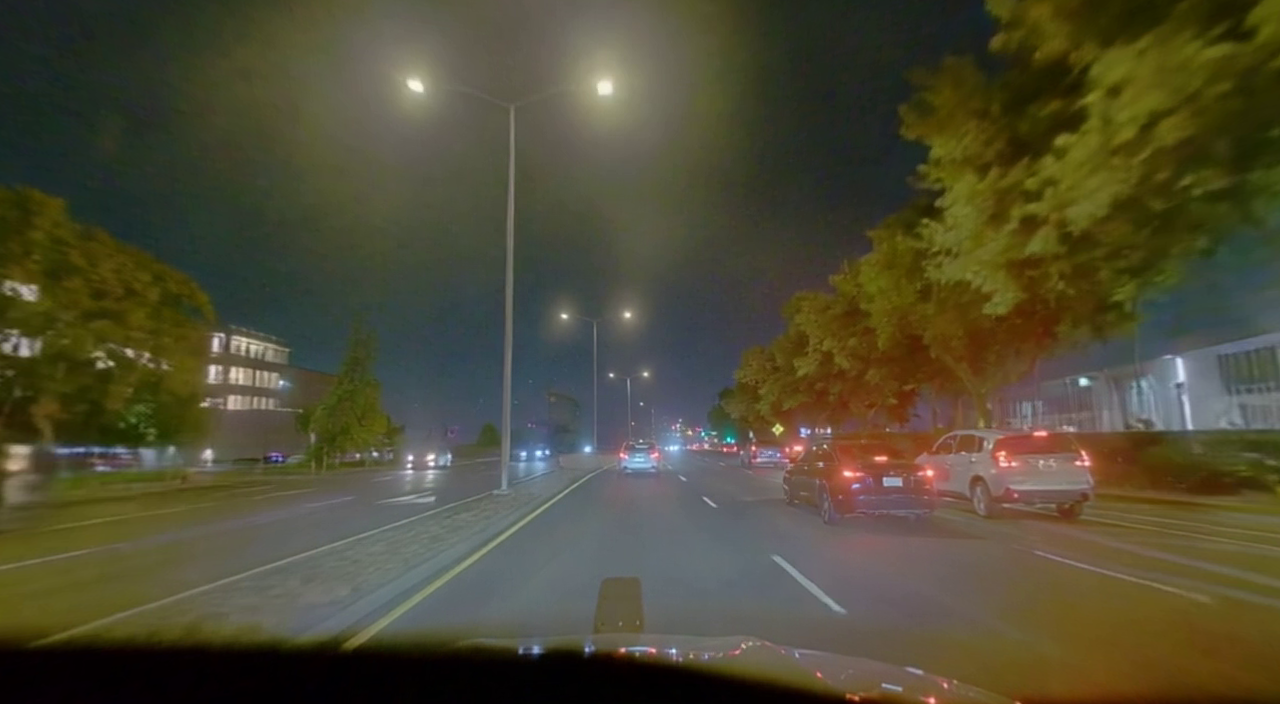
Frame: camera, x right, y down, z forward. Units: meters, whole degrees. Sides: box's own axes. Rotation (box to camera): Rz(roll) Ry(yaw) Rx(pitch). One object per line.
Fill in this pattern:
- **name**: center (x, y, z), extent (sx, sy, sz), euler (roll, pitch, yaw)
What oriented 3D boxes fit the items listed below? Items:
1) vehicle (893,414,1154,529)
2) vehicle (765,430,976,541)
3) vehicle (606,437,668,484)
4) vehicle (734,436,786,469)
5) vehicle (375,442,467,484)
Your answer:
- **vehicle**: center (7.035, 2.245, 12.396), extent (2.134, 1.810, 4.590), euler (0, -8, -1)
- **vehicle**: center (3.519, 2.107, 10.629), extent (1.858, 1.466, 4.230), euler (0, -8, -1)
- **vehicle**: center (-0.093, 3.760, 22.110), extent (1.994, 1.479, 3.647), euler (0, -8, 0)
- **vehicle**: center (6.927, 5.864, 36.965), extent (2.068, 1.779, 4.567), euler (0, -8, -1)
- **vehicle**: center (-8.529, 4.337, 25.093), extent (1.993, 1.458, 4.614), euler (-1, -8, 0)
